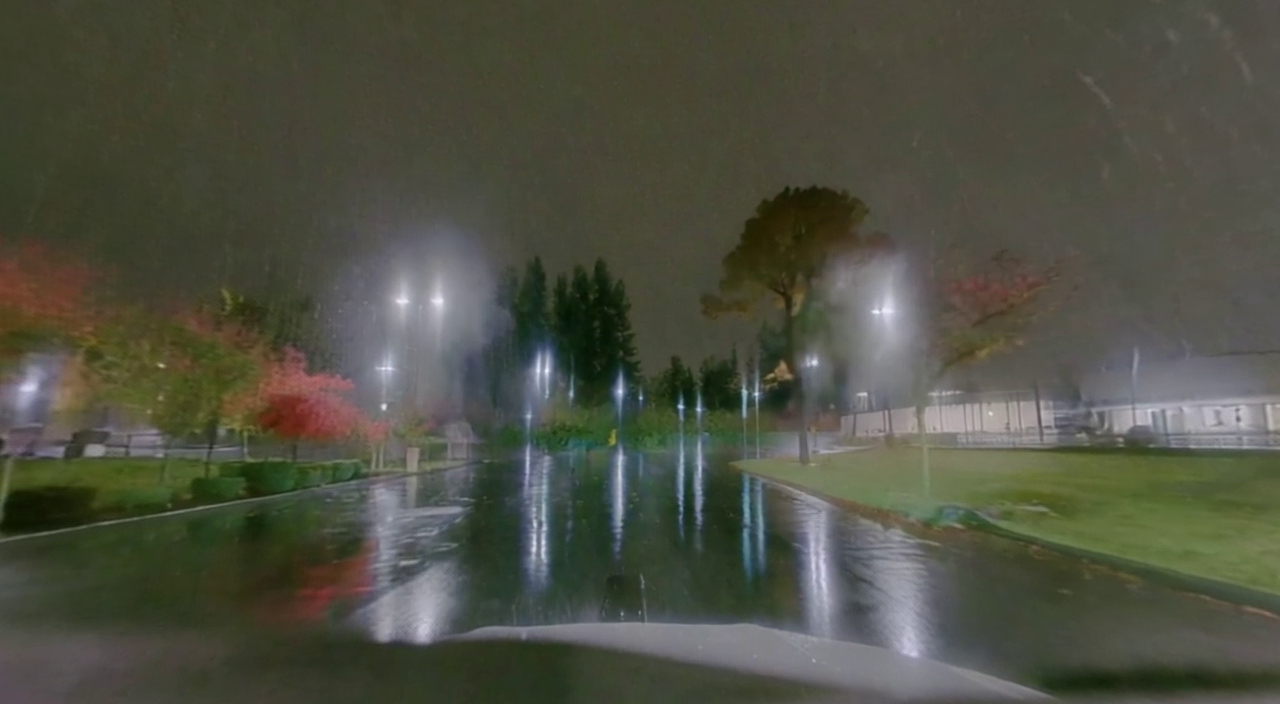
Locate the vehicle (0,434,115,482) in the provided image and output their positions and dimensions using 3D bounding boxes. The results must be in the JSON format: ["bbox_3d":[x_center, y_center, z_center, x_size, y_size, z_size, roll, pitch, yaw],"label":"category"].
[{"bbox_3d":[-26.420,4.666,28.209,1.963,1.931,4.715,1,-8,-2],"label":"vehicle"}]
